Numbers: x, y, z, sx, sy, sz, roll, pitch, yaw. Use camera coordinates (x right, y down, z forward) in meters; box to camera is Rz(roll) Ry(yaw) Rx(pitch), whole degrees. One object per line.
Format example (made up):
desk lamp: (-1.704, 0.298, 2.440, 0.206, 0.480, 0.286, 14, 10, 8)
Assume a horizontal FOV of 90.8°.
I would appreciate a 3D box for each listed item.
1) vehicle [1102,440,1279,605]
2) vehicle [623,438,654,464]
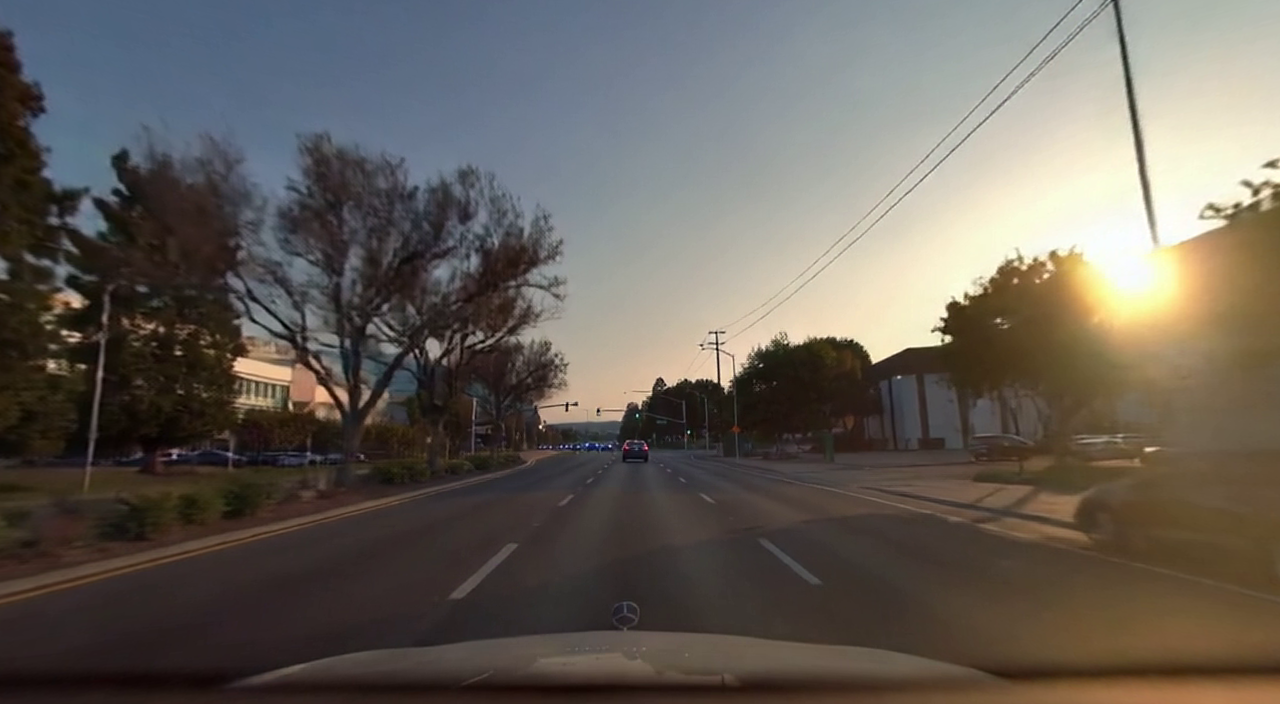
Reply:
vehicle: (6.725, 1.501, 5.483, 1.959, 1.466, 4.528, 0, -9, -1)
vehicle: (-0.157, 7.260, 46.218, 2.188, 1.782, 3.982, 0, -9, -1)
